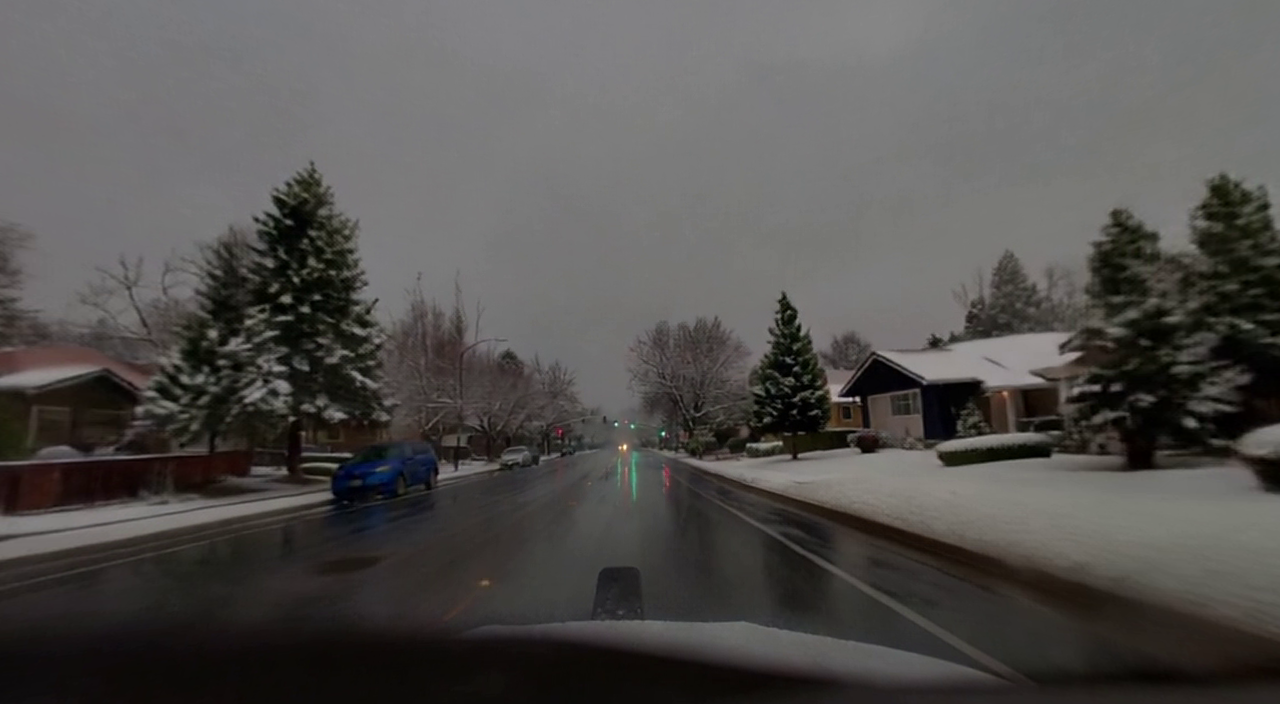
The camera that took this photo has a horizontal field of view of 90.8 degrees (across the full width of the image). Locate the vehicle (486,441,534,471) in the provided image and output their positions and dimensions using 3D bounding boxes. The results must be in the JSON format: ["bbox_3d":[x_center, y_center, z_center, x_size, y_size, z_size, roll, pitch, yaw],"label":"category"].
[{"bbox_3d":[-8.299,6.673,40.590,2.130,1.692,4.544,-3,-8,-1],"label":"vehicle"}]

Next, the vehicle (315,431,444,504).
[{"bbox_3d":[-7.637,3.413,19.102,2.209,1.807,4.432,-2,-9,-3],"label":"vehicle"}]
